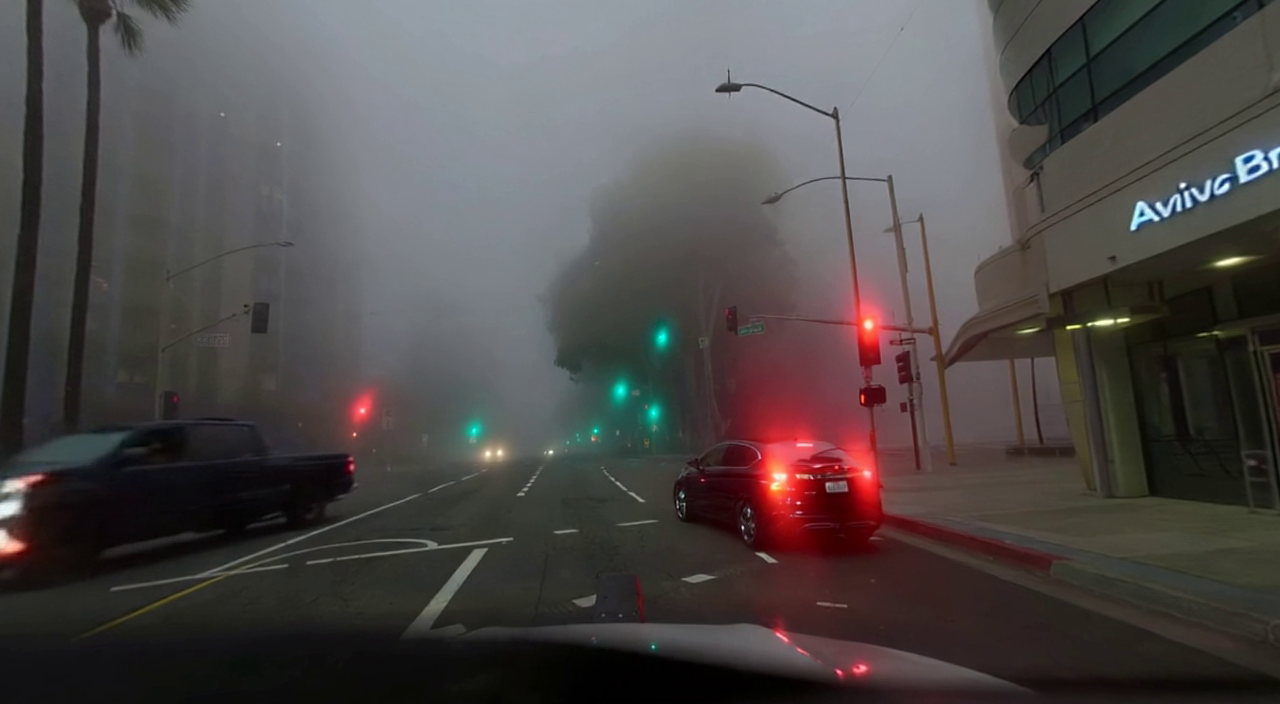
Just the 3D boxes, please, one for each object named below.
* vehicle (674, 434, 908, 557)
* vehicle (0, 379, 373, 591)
[{"bbox_3d":[1.999,2.087,10.107,2.090,1.466,4.676,1,-8,-7],"label":"vehicle"},{"bbox_3d":[-6.130,1.653,8.791,2.190,1.964,5.614,-1,-8,2],"label":"vehicle"}]
